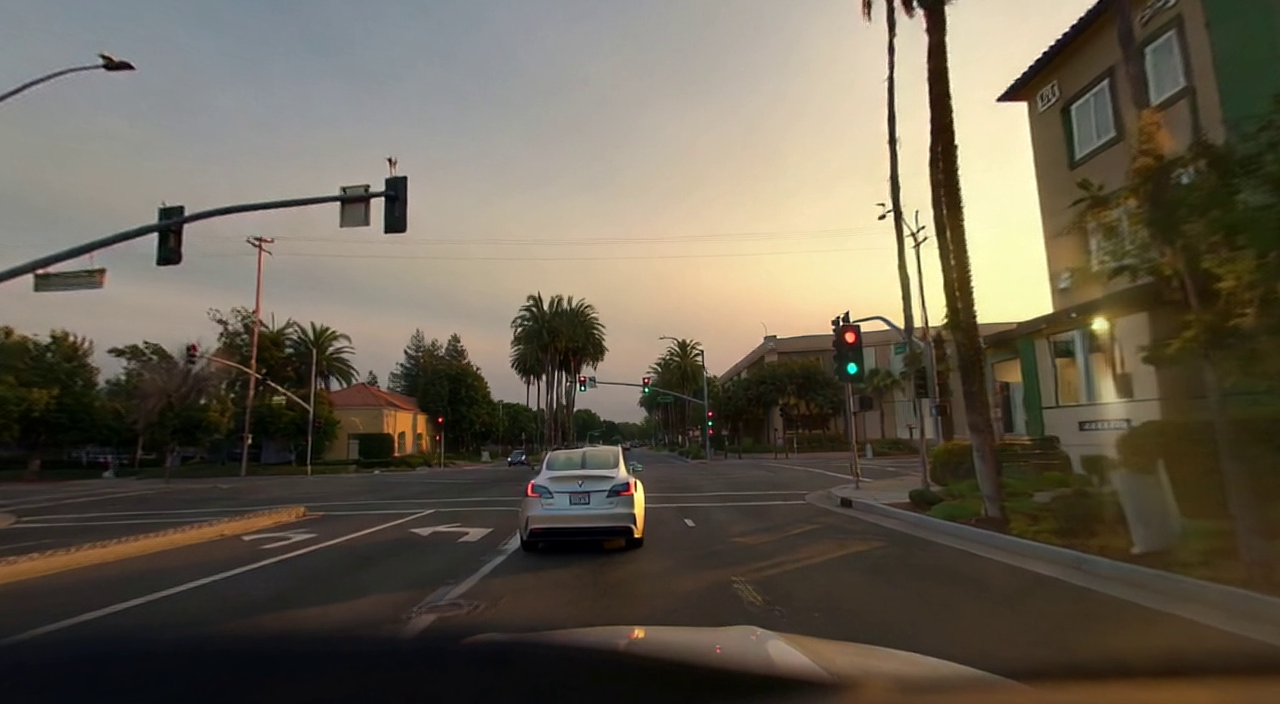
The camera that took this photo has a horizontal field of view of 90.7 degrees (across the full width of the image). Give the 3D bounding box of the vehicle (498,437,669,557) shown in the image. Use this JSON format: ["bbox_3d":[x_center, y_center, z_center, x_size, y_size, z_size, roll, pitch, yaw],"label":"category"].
[{"bbox_3d":[-0.760,2.155,10.167,2.152,1.478,4.229,0,-9,-1],"label":"vehicle"}]
